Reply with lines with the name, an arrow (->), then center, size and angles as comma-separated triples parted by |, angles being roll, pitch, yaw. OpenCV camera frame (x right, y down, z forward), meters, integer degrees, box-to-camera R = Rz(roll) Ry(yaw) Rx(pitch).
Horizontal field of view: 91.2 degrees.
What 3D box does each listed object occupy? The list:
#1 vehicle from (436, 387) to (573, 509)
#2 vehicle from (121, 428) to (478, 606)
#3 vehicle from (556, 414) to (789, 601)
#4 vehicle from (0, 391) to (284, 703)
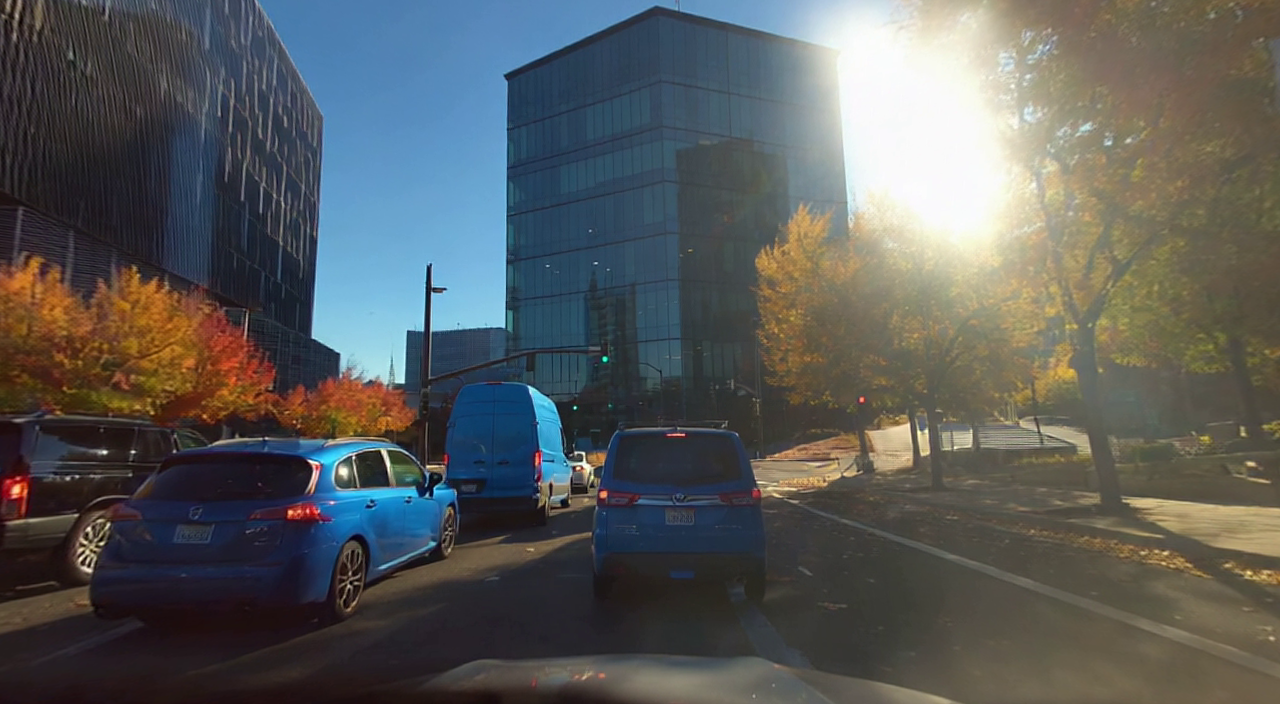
vehicle -> -3.263, 2.538, 16.600 | 2.343, 2.635, 5.684 | 0, -9, 0
vehicle -> -3.485, 1.758, 7.570 | 1.955, 1.499, 4.223 | 0, -9, 0
vehicle -> 0.193, 1.604, 7.214 | 1.979, 1.562, 3.630 | 0, -9, -3
vehicle -> -2.910, 0.819, 1.522 | 1.893, 1.491, 3.798 | 0, -9, -1
